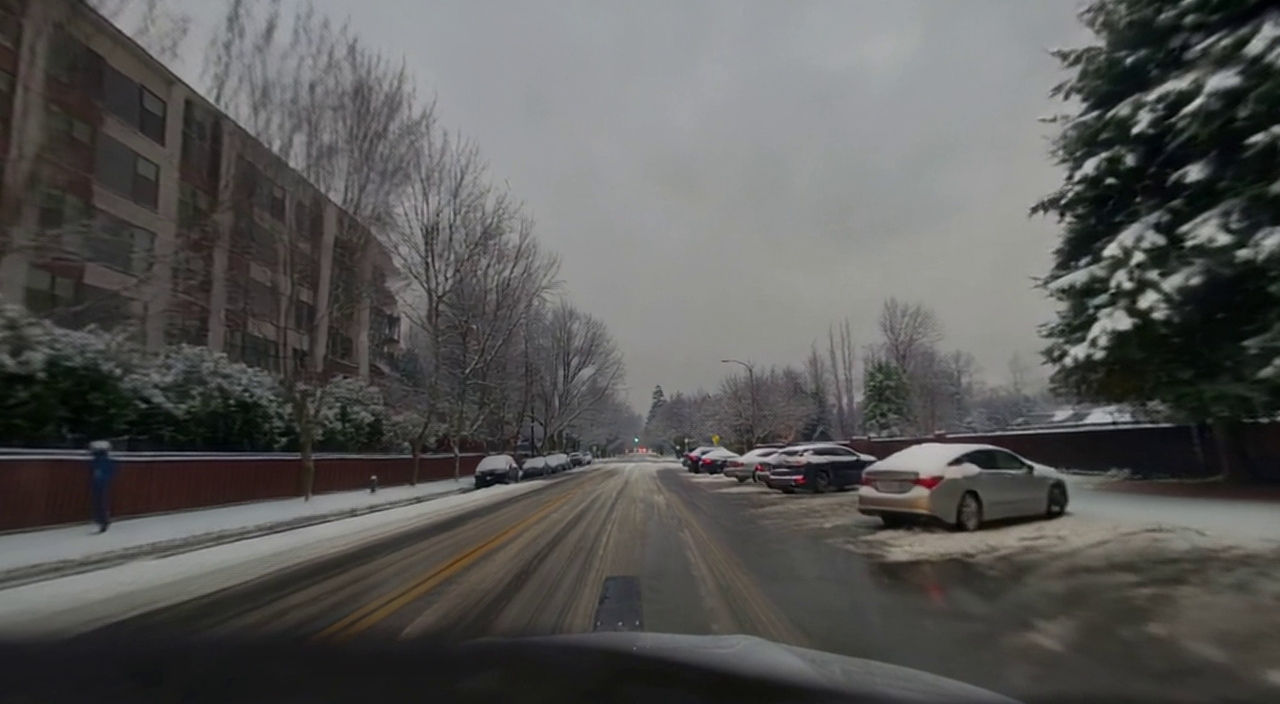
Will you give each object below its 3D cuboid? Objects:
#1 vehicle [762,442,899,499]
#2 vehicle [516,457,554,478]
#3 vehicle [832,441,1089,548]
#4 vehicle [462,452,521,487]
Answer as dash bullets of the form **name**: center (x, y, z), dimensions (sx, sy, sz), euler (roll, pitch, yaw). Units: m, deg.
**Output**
- **vehicle**: center (6.258, 3.796, 20.716), dimensions (3.954, 1.666, 2.213), euler (6, -10, -34)
- **vehicle**: center (-8.095, 8.935, 49.157), dimensions (1.911, 1.497, 4.738), euler (0, -8, 2)
- **vehicle**: center (5.464, 2.301, 10.826), dimensions (3.752, 1.494, 2.083), euler (5, -10, -29)
- **vehicle**: center (-8.050, 6.400, 34.685), dimensions (2.172, 1.707, 4.273), euler (0, -8, 0)
